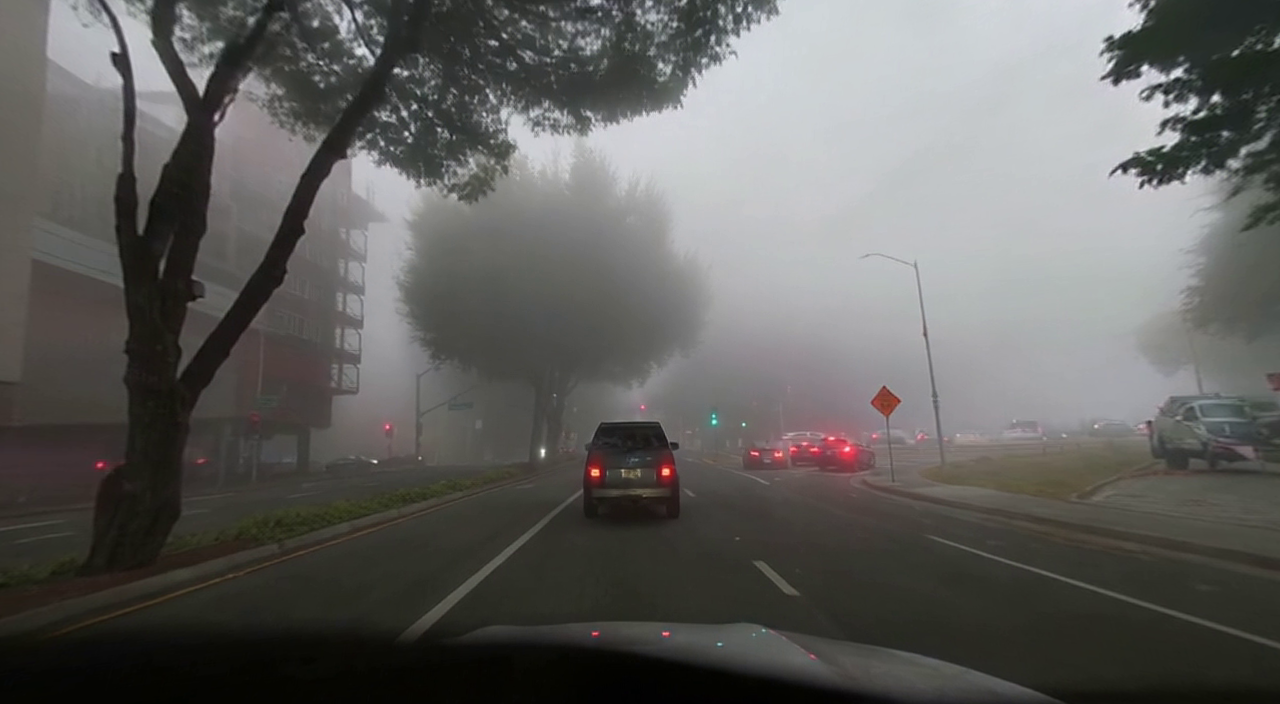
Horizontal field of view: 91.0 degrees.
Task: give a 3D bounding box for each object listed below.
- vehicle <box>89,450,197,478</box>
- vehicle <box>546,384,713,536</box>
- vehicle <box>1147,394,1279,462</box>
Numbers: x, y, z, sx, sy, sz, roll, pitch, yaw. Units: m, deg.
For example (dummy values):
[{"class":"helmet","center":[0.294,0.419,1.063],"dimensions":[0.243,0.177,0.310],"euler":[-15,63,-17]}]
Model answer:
[{"class":"vehicle","center":[-36.080,8.132,45.834],"dimensions":[5.755,1.945,2.403],"euler":[0,-9,-1]},{"class":"vehicle","center":[-0.309,1.951,11.827],"dimensions":[2.350,2.122,5.801],"euler":[0,-9,-3]},{"class":"vehicle","center":[14.803,1.732,14.165],"dimensions":[4.986,1.467,2.025],"euler":[-6,-10,33]}]
